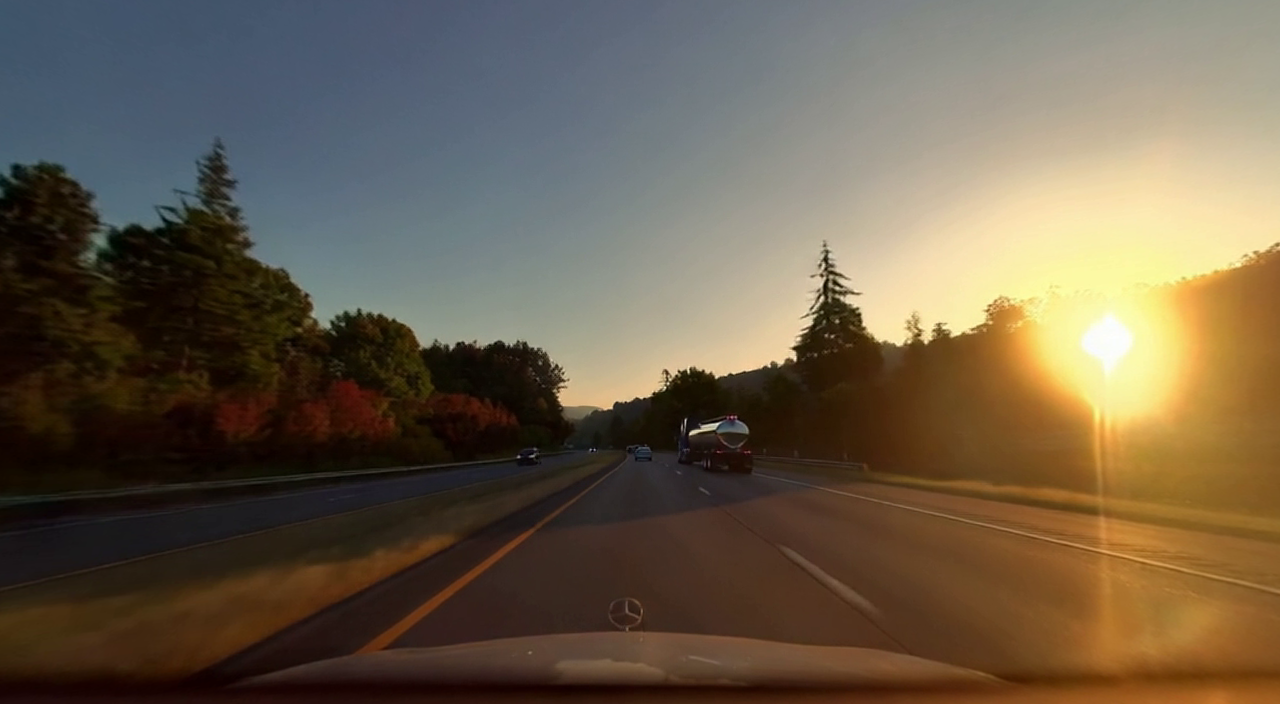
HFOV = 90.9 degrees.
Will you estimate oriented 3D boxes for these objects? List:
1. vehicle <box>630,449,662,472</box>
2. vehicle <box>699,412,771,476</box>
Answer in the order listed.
[{"bbox_3d":[0.367,6.832,39.921,1.926,1.386,3.615,0,-9,0],"label":"vehicle"},{"bbox_3d":[4.901,5.015,34.092,2.718,3.034,7.395,0,-9,0],"label":"vehicle"}]
